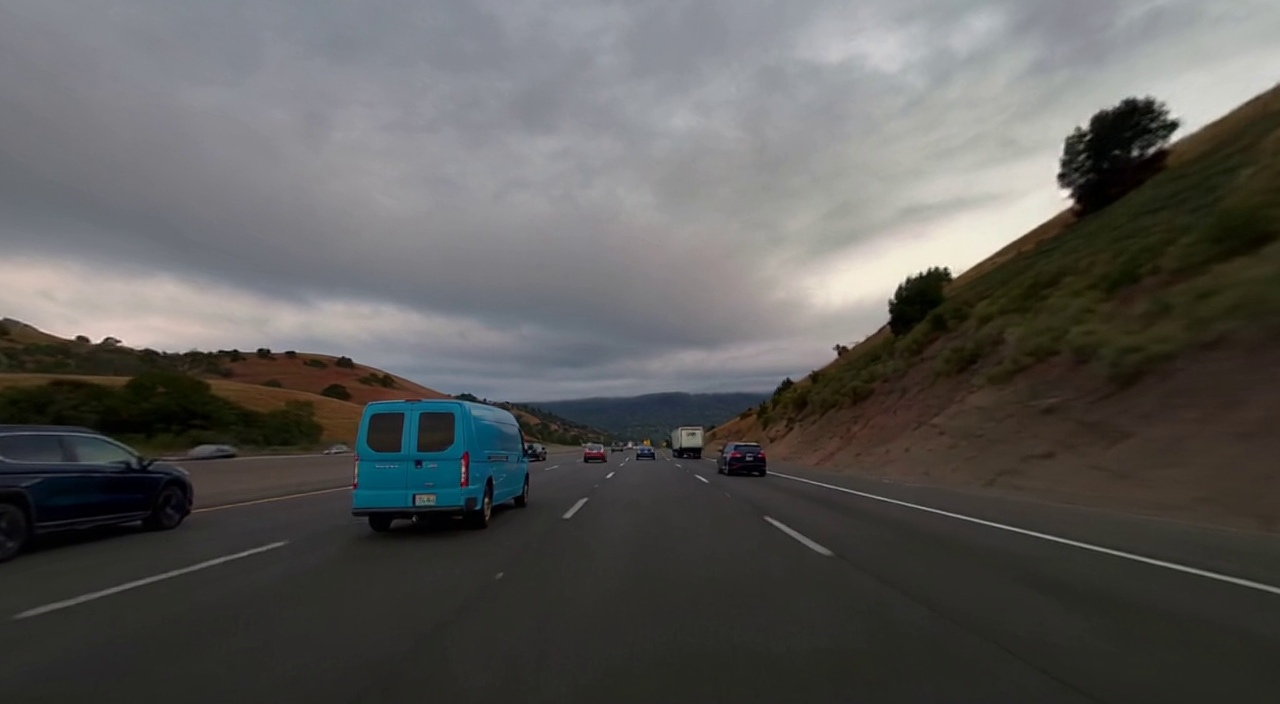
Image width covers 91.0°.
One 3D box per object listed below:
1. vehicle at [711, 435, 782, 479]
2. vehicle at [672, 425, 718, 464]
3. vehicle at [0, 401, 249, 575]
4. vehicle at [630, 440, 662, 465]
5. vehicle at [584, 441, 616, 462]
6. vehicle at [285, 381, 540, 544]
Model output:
[{"bbox_3d":[4.191,4.203,25.460,2.051,1.598,4.145,0,-9,-1],"label":"vehicle"},{"bbox_3d":[4.113,7.185,48.809,2.877,2.730,7.831,0,-9,0],"label":"vehicle"},{"bbox_3d":[-7.376,1.557,7.646,2.054,1.715,4.928,0,-8,0],"label":"vehicle"},{"bbox_3d":[0.379,6.591,41.370,2.014,1.543,3.804,0,-9,0],"label":"vehicle"},{"bbox_3d":[-3.044,7.630,48.440,2.138,1.581,4.340,0,-9,1],"label":"vehicle"},{"bbox_3d":[-3.553,1.926,11.502,2.421,2.203,5.775,0,-8,1],"label":"vehicle"}]
